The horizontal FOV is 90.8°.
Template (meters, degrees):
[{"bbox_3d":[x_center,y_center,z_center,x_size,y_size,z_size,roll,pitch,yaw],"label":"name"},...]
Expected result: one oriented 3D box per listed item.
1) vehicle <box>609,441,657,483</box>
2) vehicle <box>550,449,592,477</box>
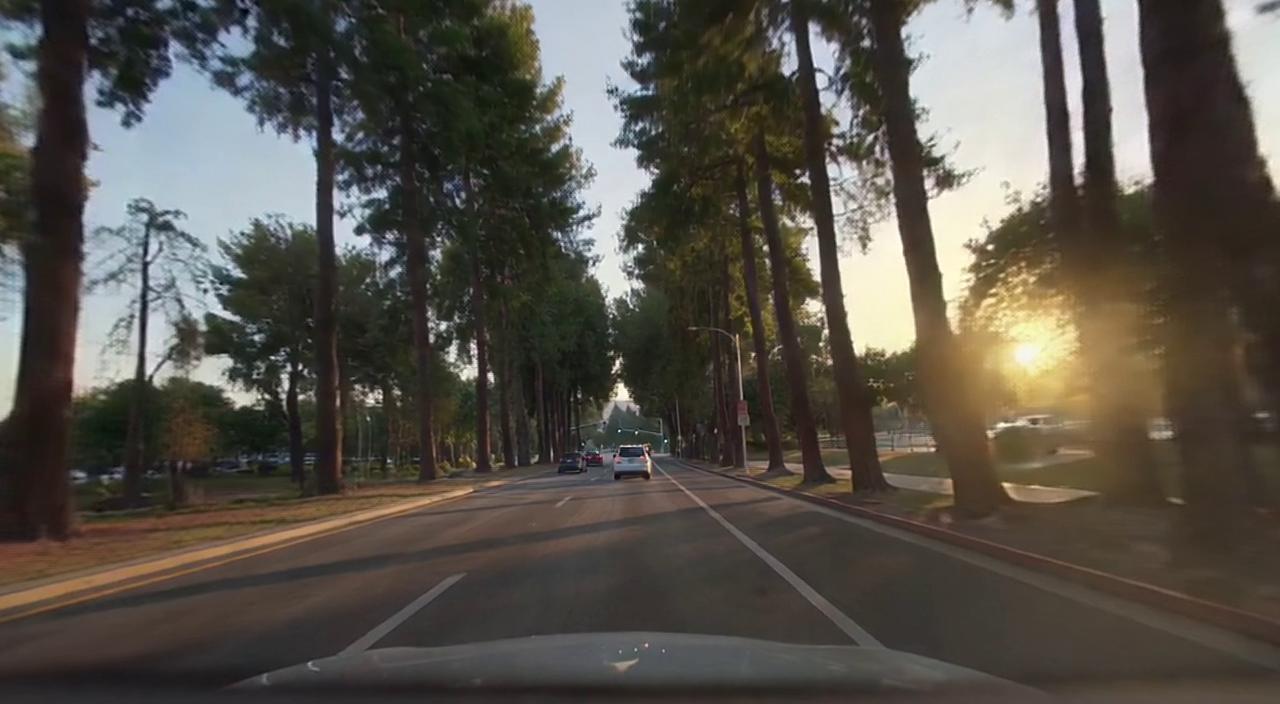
[{"bbox_3d":[-0.308,4.945,28.738,2.018,1.769,3.897,0,-9,-1],"label":"vehicle"},{"bbox_3d":[-3.991,6.492,37.295,1.936,1.538,4.016,0,-9,1],"label":"vehicle"}]
